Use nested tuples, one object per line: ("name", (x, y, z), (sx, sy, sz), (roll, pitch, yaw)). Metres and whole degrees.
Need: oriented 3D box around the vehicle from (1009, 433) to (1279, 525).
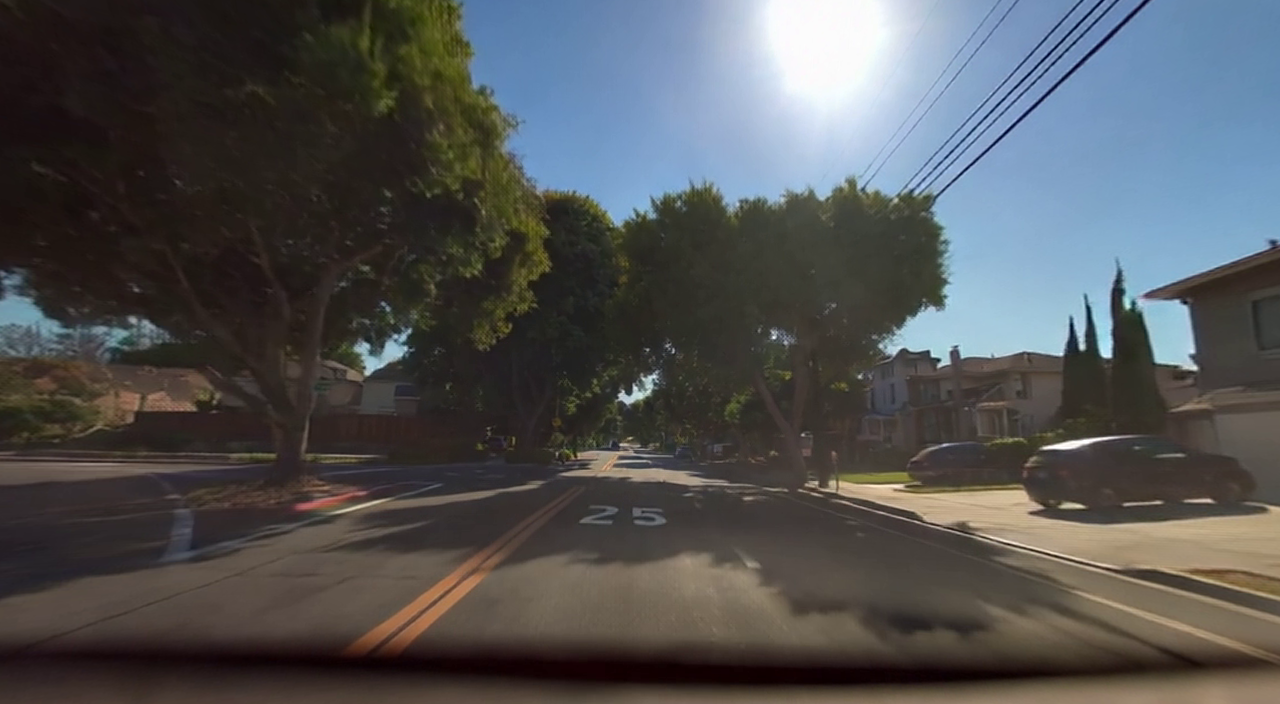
("vehicle", (10.811, 2.670, 13.609), (4.453, 1.590, 1.861), (-3, -6, 2))
